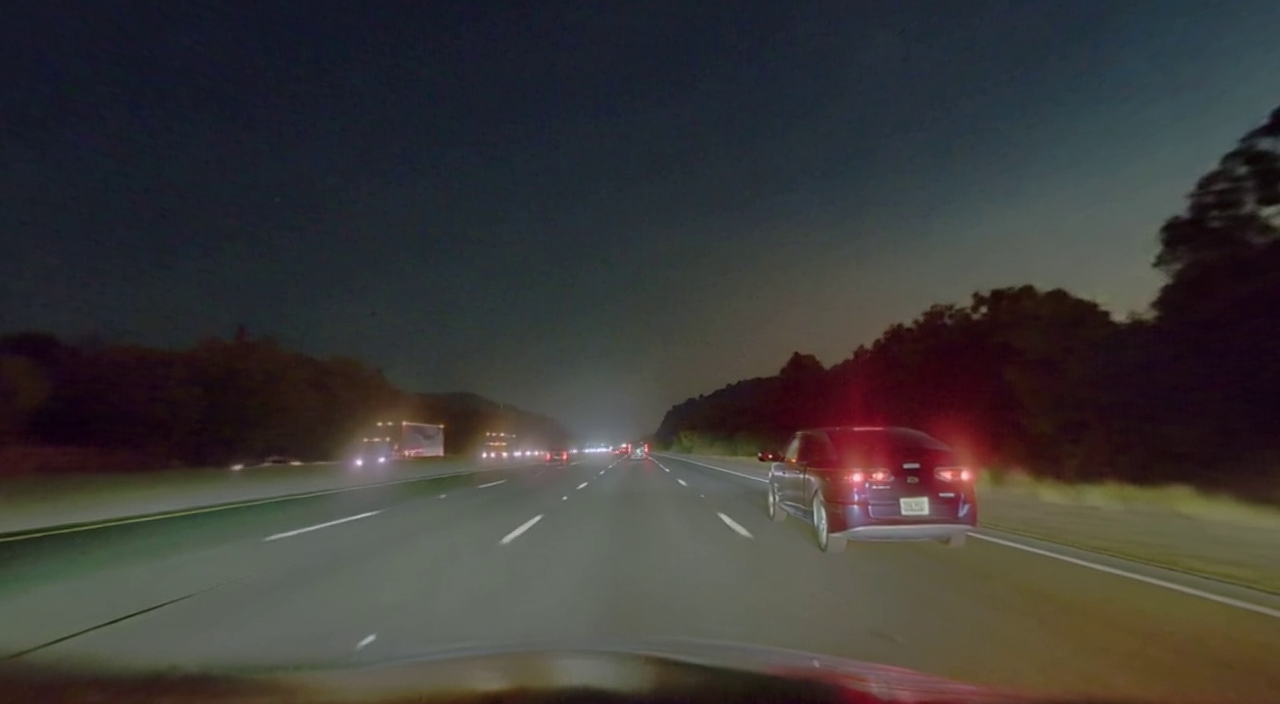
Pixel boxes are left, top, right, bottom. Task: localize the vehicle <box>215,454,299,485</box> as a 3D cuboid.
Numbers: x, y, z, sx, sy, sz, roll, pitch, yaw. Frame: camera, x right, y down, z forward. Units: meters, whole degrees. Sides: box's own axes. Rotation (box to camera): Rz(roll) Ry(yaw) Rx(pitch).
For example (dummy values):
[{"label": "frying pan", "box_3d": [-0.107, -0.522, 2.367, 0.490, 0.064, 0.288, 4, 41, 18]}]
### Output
[{"label": "vehicle", "box_3d": [-19.209, 5.862, 31.823, 1.730, 1.403, 3.973, 0, -9, 0]}]
